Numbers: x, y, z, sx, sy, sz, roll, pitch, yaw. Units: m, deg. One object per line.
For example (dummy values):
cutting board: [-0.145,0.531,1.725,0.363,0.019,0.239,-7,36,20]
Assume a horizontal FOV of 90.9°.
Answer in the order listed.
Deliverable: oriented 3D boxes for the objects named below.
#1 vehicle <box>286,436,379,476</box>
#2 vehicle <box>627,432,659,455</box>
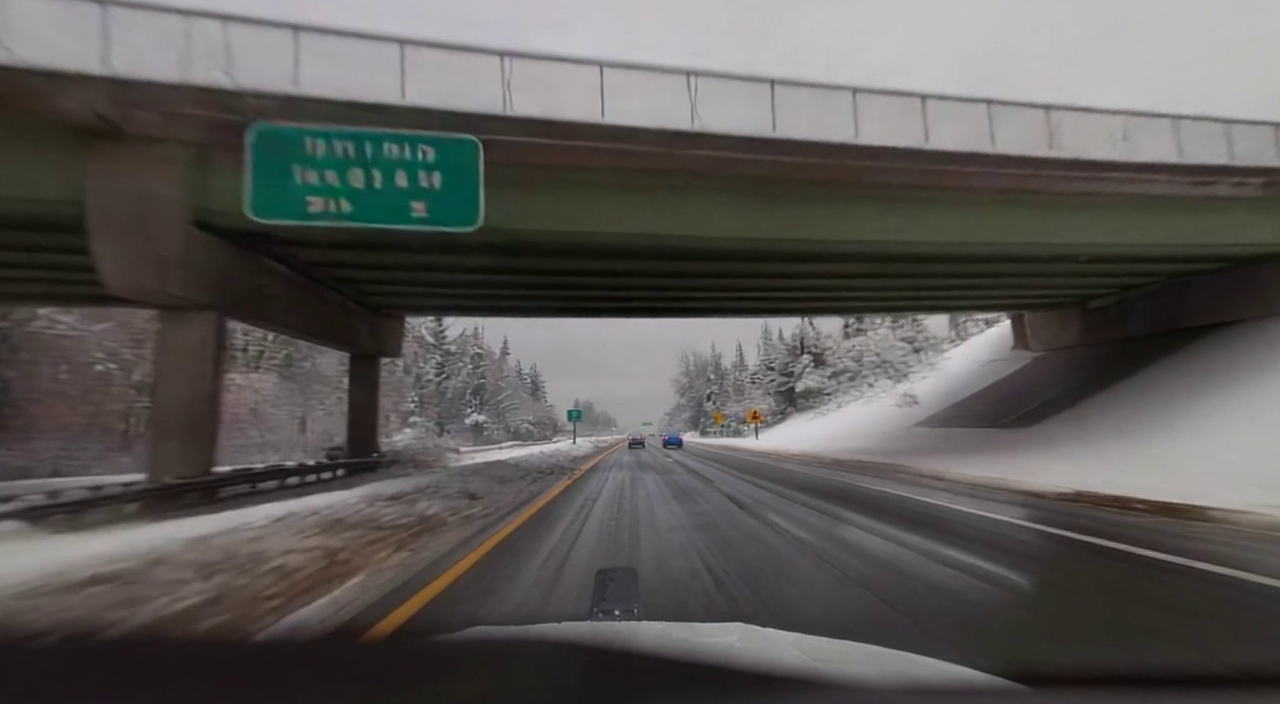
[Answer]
vehicle: [-12.702,4.298,26.314,1.832,1.512,4.087,0,-8,0]
vehicle: [0.137,6.105,42.268,1.981,1.490,3.449,0,-8,-3]
